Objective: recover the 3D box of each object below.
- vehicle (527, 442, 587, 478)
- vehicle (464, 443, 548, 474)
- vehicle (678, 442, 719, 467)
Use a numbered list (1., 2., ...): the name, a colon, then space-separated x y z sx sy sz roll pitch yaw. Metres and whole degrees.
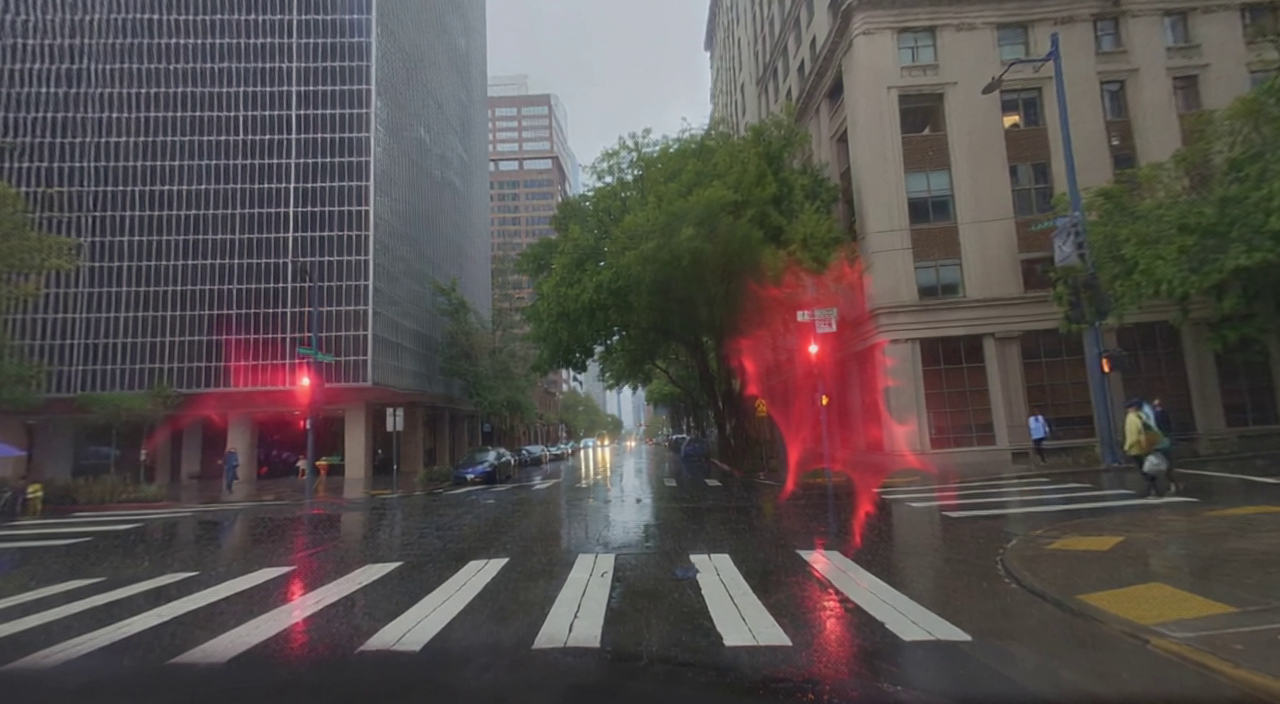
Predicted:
1. vehicle: -3.668 4.846 28.631 1.989 1.481 4.500 0 -8 1
2. vehicle: -8.014 6.361 38.026 4.526 1.726 1.963 8 -12 -44
3. vehicle: 3.541 6.276 38.860 1.853 1.426 4.160 1 -8 -3
